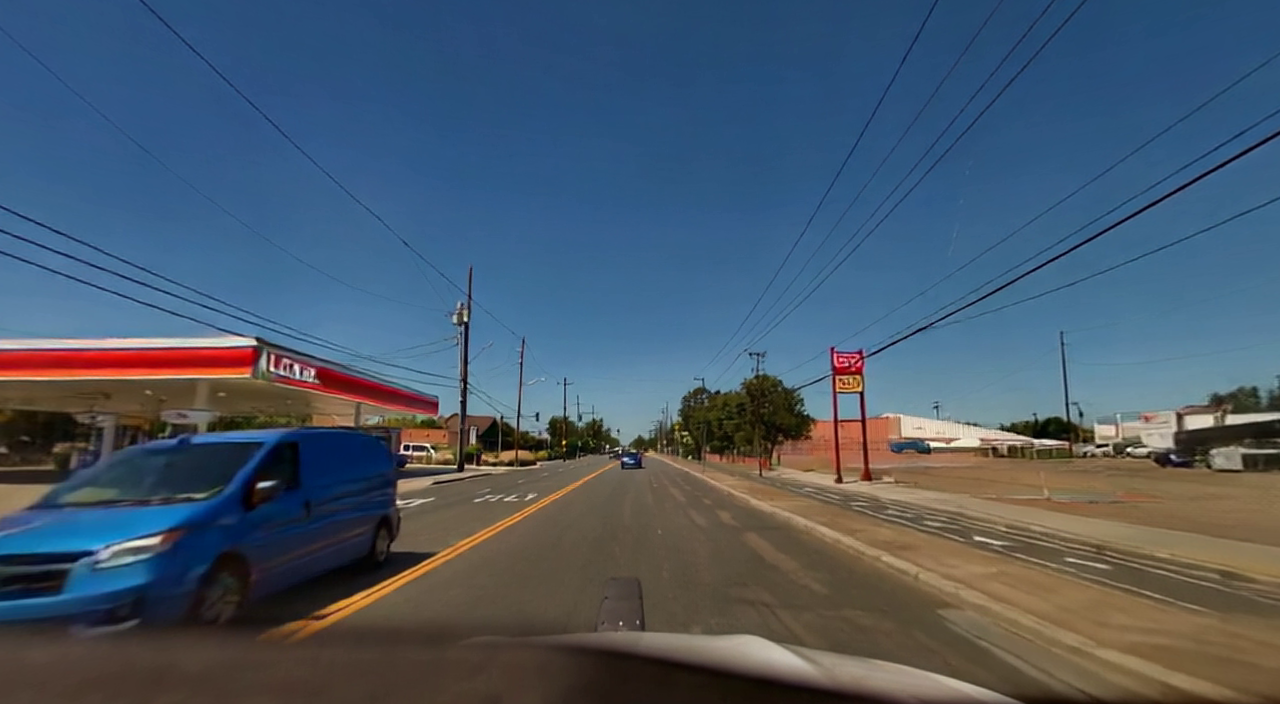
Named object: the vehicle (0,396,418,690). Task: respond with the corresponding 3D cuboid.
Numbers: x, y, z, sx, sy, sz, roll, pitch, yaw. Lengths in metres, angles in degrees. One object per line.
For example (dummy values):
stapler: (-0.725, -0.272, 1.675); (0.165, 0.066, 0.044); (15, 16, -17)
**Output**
vehicle: (-4.313, 1.566, 6.492); (2.274, 1.844, 4.843); (0, -8, 0)
